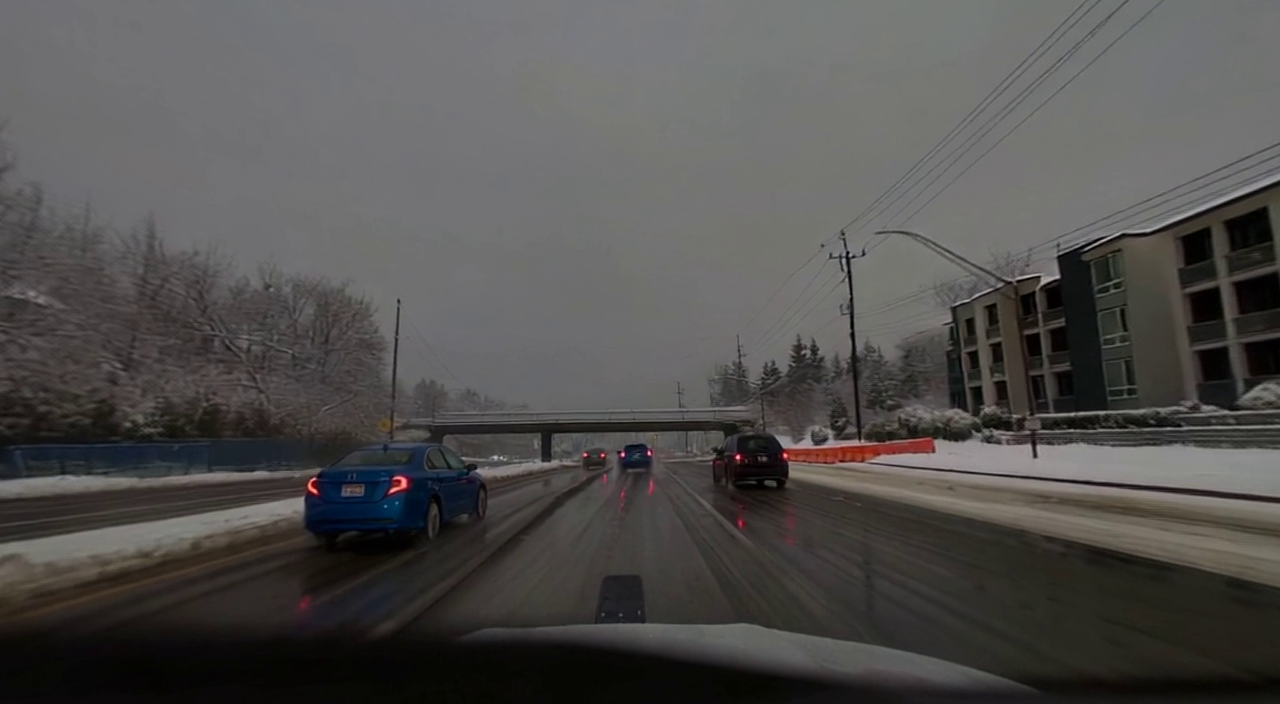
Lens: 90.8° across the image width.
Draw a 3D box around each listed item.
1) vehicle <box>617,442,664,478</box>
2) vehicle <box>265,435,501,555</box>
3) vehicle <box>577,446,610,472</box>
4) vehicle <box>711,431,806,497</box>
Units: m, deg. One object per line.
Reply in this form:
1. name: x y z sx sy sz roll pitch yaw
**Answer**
1. vehicle: -0.005 5.522 32.677 2.291 1.714 4.217 0 -8 -1
2. vehicle: -3.668 2.095 10.014 1.968 1.473 4.209 0 -8 0
3. vehicle: -3.475 8.086 47.890 2.190 1.832 4.417 0 -8 0
4. vehicle: 3.516 3.395 19.614 2.029 1.797 4.218 0 -8 -2
